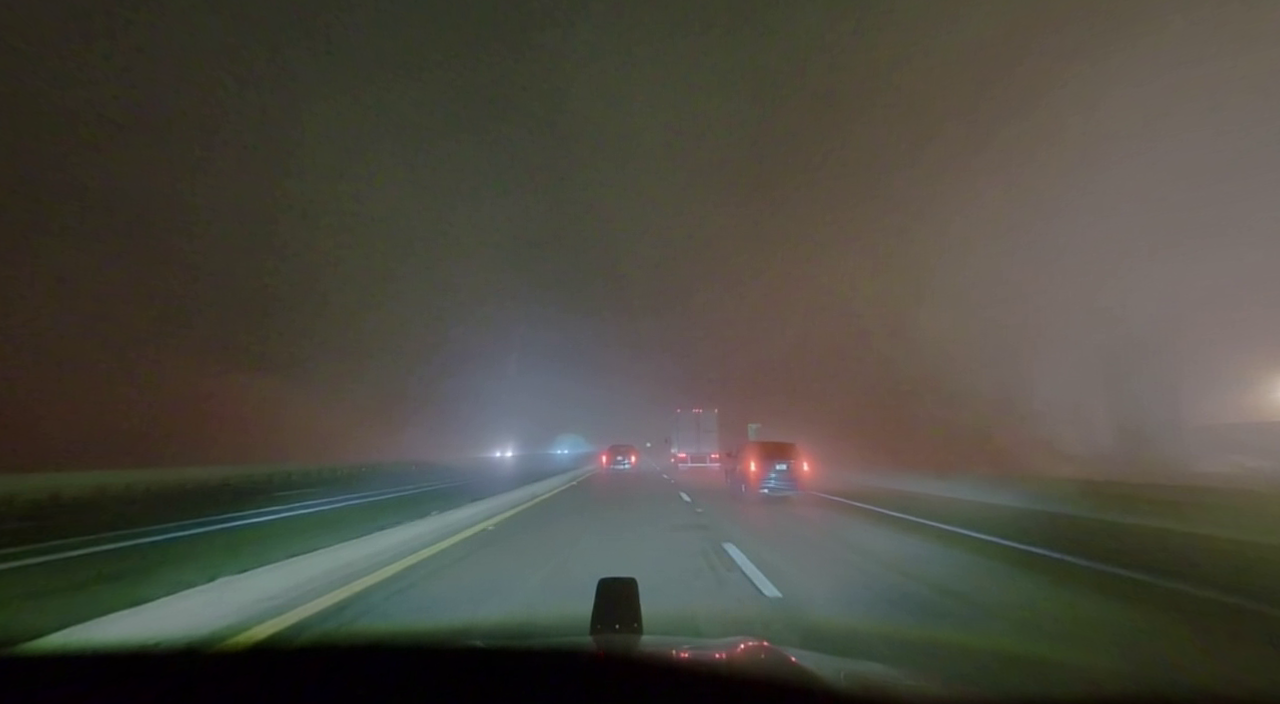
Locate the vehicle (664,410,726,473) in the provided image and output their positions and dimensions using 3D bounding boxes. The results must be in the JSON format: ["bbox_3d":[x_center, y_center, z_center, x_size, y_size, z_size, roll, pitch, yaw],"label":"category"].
[{"bbox_3d":[3.559,6.297,43.833,3.143,3.880,10.117,0,-9,-2],"label":"vehicle"}]

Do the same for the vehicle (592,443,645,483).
[{"bbox_3d":[-0.915,4.971,28.358,2.181,1.653,4.691,0,-9,0],"label":"vehicle"}]

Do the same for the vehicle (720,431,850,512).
[{"bbox_3d":[3.385,2.907,15.665,2.230,1.715,4.243,0,-9,0],"label":"vehicle"}]
